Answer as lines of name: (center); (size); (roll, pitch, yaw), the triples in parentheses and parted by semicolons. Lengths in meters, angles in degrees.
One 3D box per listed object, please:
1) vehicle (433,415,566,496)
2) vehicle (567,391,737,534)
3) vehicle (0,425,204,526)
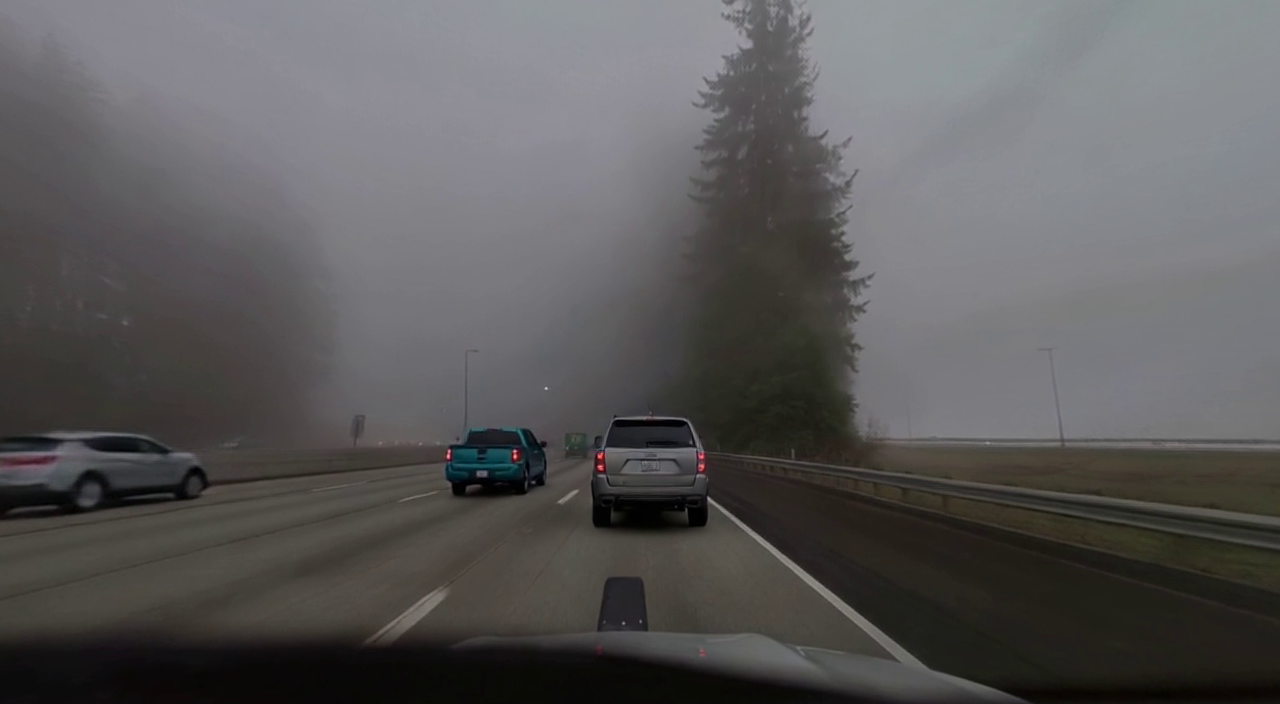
vehicle: (-3.784, 2.953, 18.339); (2.486, 1.962, 5.525); (0, -8, 1)
vehicle: (0.162, 1.908, 11.362); (2.395, 2.013, 4.734); (0, -8, 0)
vehicle: (-10.470, 2.101, 11.180); (2.002, 1.484, 4.798); (0, -8, 1)
